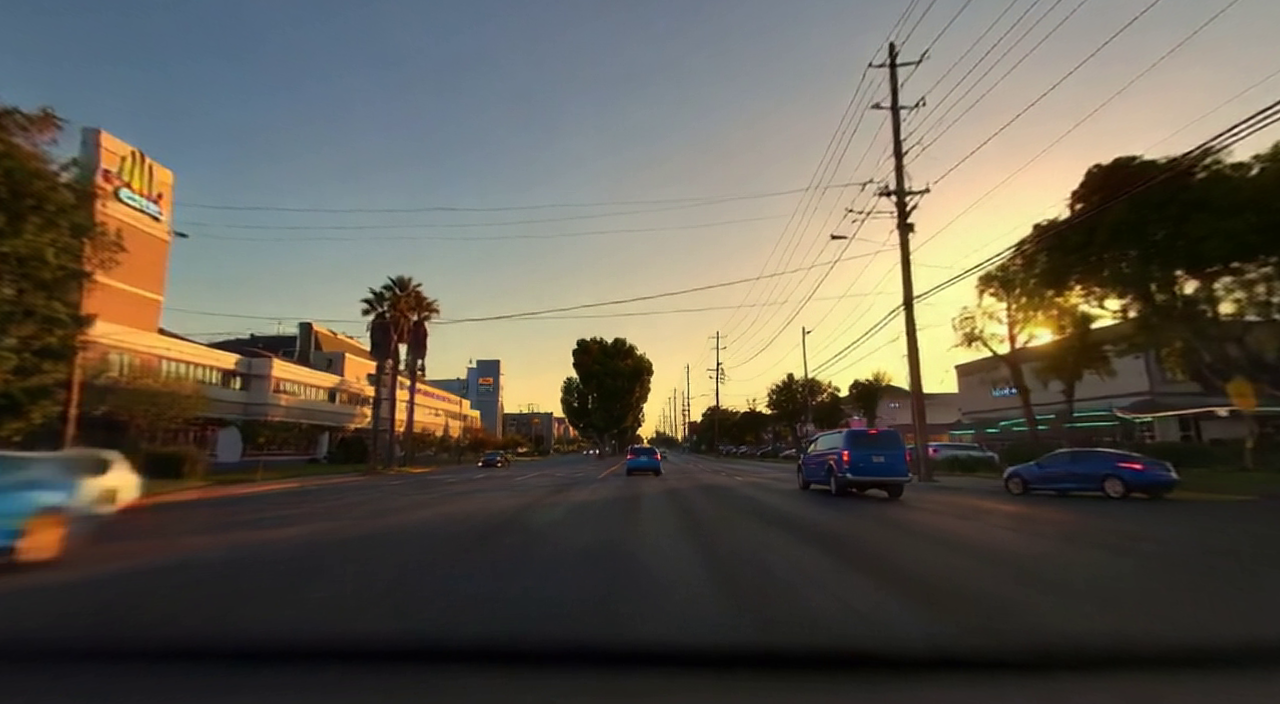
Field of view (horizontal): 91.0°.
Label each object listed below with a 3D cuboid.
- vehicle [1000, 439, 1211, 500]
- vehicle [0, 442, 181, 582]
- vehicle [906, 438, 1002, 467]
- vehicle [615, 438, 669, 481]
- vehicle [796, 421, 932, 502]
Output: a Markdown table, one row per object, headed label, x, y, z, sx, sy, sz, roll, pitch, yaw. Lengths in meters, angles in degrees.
| label | x | y | z | sx | sy | sz | roll | pitch | yaw |
| --- | --- | --- | --- | --- | --- | --- | --- | --- | --- |
| vehicle | 12.749 | 3.217 | 17.678 | 4.400 | 1.507 | 2.009 | -4 | -10 | 27 |
| vehicle | -8.093 | 1.805 | 7.202 | 2.004 | 1.535 | 4.853 | 0 | -8 | 0 |
| vehicle | 18.212 | 5.846 | 36.695 | 4.490 | 1.604 | 2.089 | 1 | -8 | 1 |
| vehicle | 0.070 | 4.547 | 27.004 | 2.138 | 1.672 | 4.168 | 0 | -8 | 0 |
| vehicle | 5.975 | 2.979 | 17.525 | 2.107 | 1.928 | 4.471 | 0 | -8 | 0 |
